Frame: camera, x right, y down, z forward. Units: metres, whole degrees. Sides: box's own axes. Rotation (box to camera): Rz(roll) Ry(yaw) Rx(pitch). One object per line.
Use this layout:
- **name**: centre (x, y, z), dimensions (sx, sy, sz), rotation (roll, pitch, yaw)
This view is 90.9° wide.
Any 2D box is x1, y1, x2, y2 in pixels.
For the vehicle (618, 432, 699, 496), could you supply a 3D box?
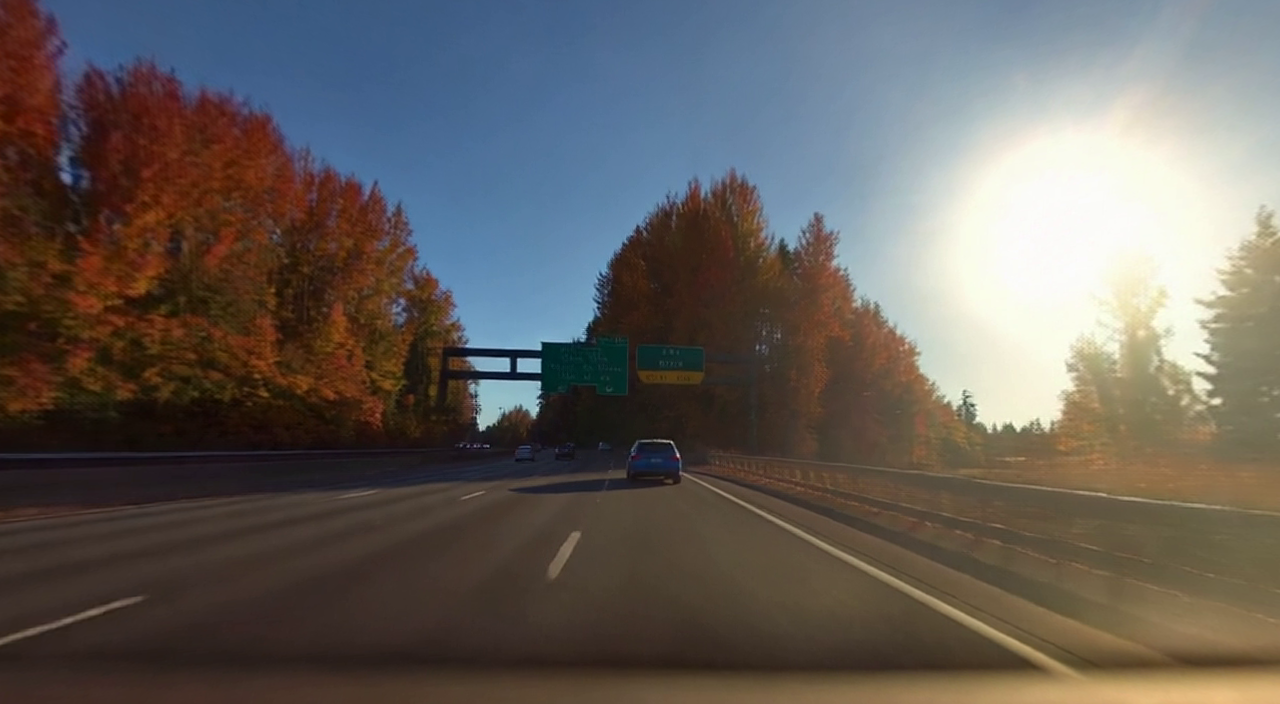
- **vehicle**: centre (0.441, 3.343, 19.205), dimensions (2.120, 1.706, 4.226), rotation (1, -8, -3)
